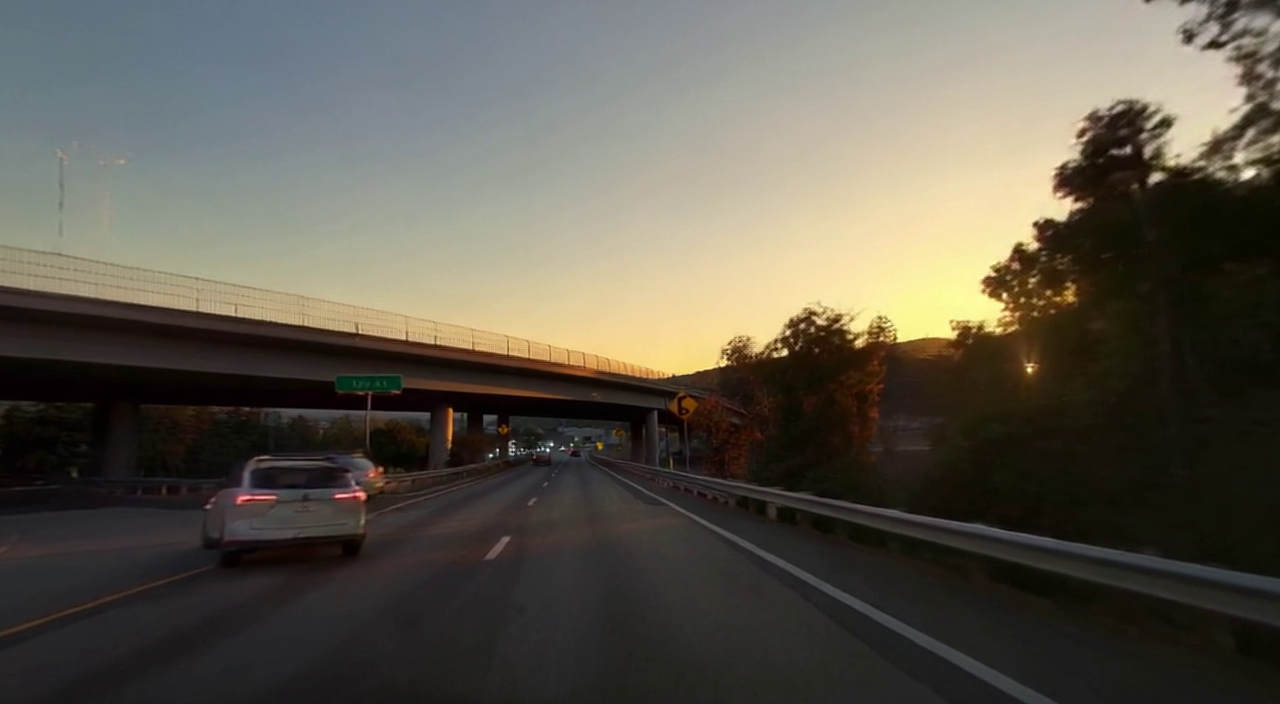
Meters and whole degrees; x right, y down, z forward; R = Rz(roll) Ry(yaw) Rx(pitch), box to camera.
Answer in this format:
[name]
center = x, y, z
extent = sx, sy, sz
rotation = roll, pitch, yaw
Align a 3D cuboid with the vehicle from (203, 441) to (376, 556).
[vehicle]
center = -5.721, 2.260, 10.440
extent = 2.006, 1.486, 3.950
rotation = 4, -10, -28
